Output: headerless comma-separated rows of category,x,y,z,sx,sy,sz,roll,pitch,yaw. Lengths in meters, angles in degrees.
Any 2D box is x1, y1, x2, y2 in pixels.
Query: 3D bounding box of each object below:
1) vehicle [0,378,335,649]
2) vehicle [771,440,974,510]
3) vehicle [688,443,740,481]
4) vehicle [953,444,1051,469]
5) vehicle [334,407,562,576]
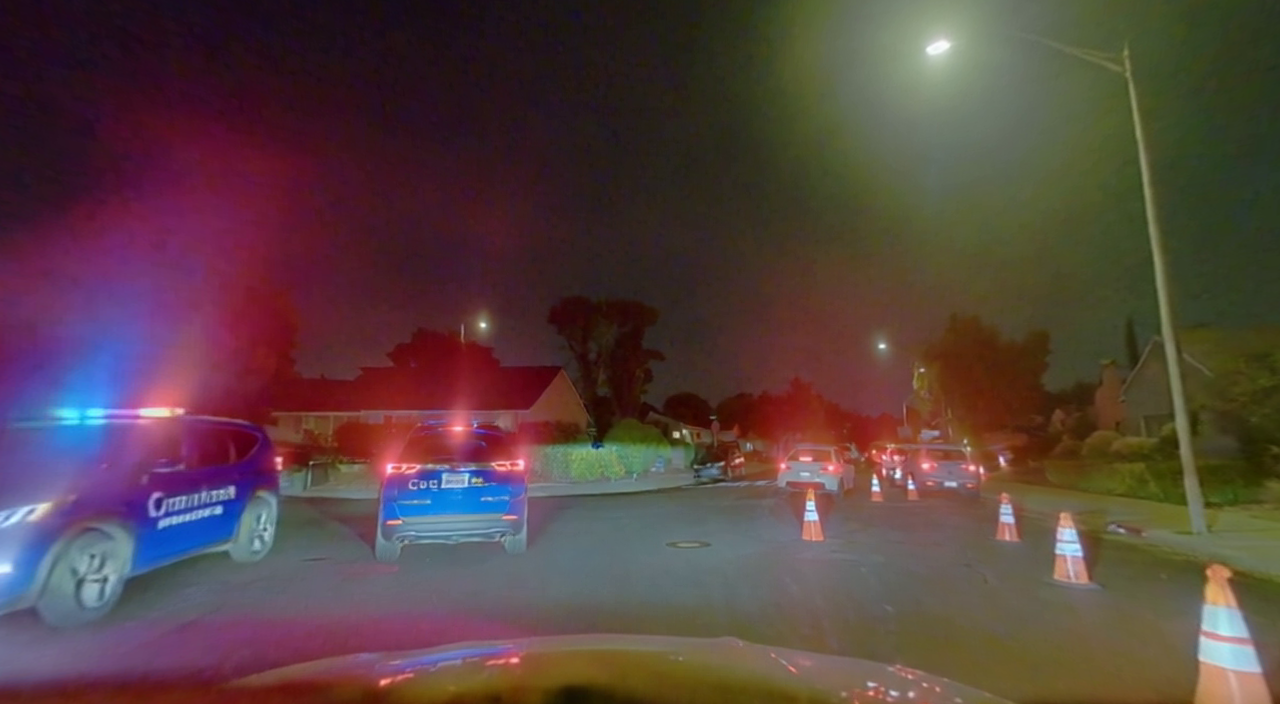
vehicle,-5.645,1.483,6.882,2.471,1.892,4.952,1,-9,-5
vehicle,6.112,3.173,16.780,4.656,1.577,2.099,1,-8,-17
vehicle,3.839,5.515,32.040,2.014,1.742,4.297,-2,-9,14
vehicle,23.237,6.729,40.737,5.066,1.534,1.905,-2,-9,10
vehicle,-2.664,1.794,8.941,2.350,1.748,4.094,3,-9,-17
